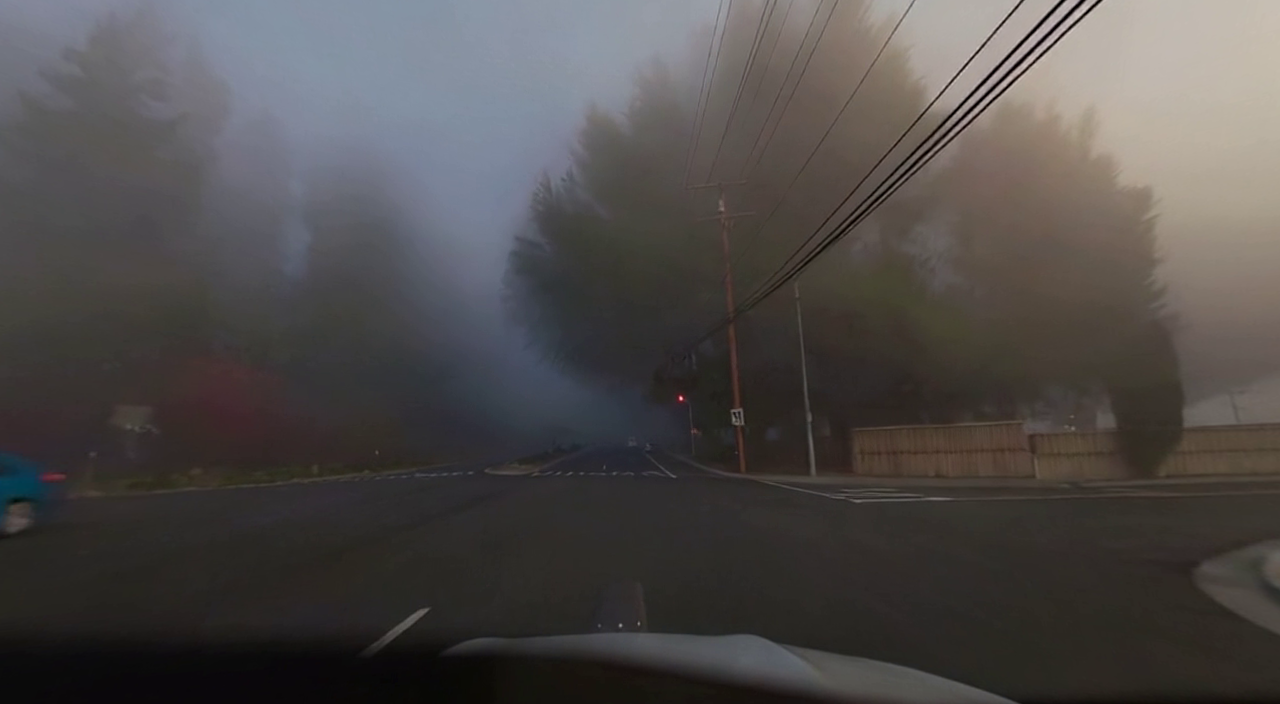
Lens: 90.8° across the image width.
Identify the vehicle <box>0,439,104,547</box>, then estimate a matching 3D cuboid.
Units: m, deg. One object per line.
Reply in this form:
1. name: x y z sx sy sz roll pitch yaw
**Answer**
1. vehicle: -11.032 2.129 9.375 2.072 1.680 4.705 0 -9 -1
